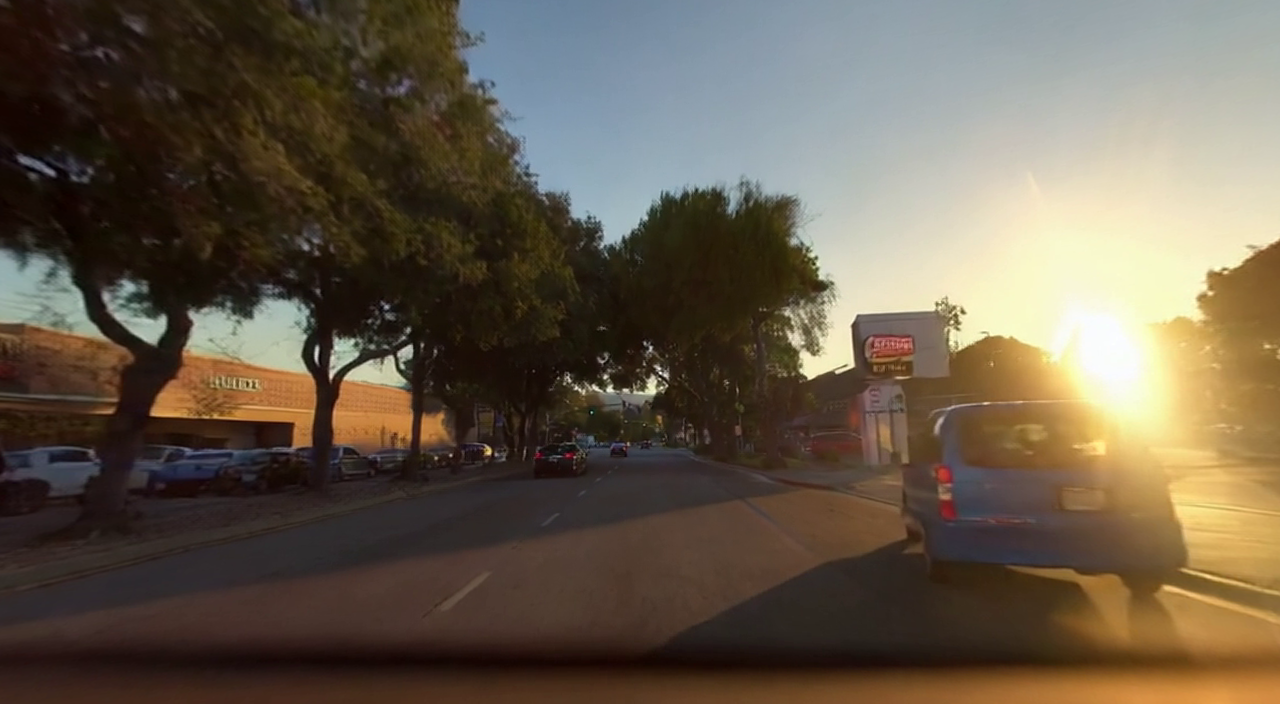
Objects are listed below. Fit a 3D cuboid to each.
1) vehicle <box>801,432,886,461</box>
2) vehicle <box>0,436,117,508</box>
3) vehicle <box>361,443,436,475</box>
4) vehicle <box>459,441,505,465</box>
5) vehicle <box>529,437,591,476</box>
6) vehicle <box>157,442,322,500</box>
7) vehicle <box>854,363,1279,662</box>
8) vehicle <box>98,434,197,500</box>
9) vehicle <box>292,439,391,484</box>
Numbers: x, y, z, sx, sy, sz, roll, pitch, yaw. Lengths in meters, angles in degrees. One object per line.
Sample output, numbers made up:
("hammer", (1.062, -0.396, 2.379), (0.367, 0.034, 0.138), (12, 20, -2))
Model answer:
("vehicle", (11.201, 5.234, 34.737), (3.935, 1.518, 1.985), (0, -8, -2))
("vehicle", (-15.740, 2.893, 15.336), (2.058, 1.618, 4.956), (1, -8, -7))
("vehicle", (-11.931, 5.305, 31.363), (1.948, 1.453, 4.431), (0, -8, 0))
("vehicle", (-11.625, 7.476, 46.552), (2.024, 1.656, 4.837), (-1, -8, 2))
("vehicle", (-3.278, 4.405, 26.645), (1.966, 1.481, 4.385), (0, -8, 1))
("vehicle", (-11.659, 3.446, 18.716), (1.959, 1.488, 4.390), (0, -8, 1))
("vehicle", (3.523, 1.308, 6.215), (2.293, 1.779, 4.457), (-2, -9, 15))
("vehicle", (-16.202, 3.720, 20.549), (2.075, 1.811, 4.847), (5, -11, -42))
("vehicle", (-11.789, 4.320, 25.114), (1.852, 1.621, 4.166), (0, -8, 1))
